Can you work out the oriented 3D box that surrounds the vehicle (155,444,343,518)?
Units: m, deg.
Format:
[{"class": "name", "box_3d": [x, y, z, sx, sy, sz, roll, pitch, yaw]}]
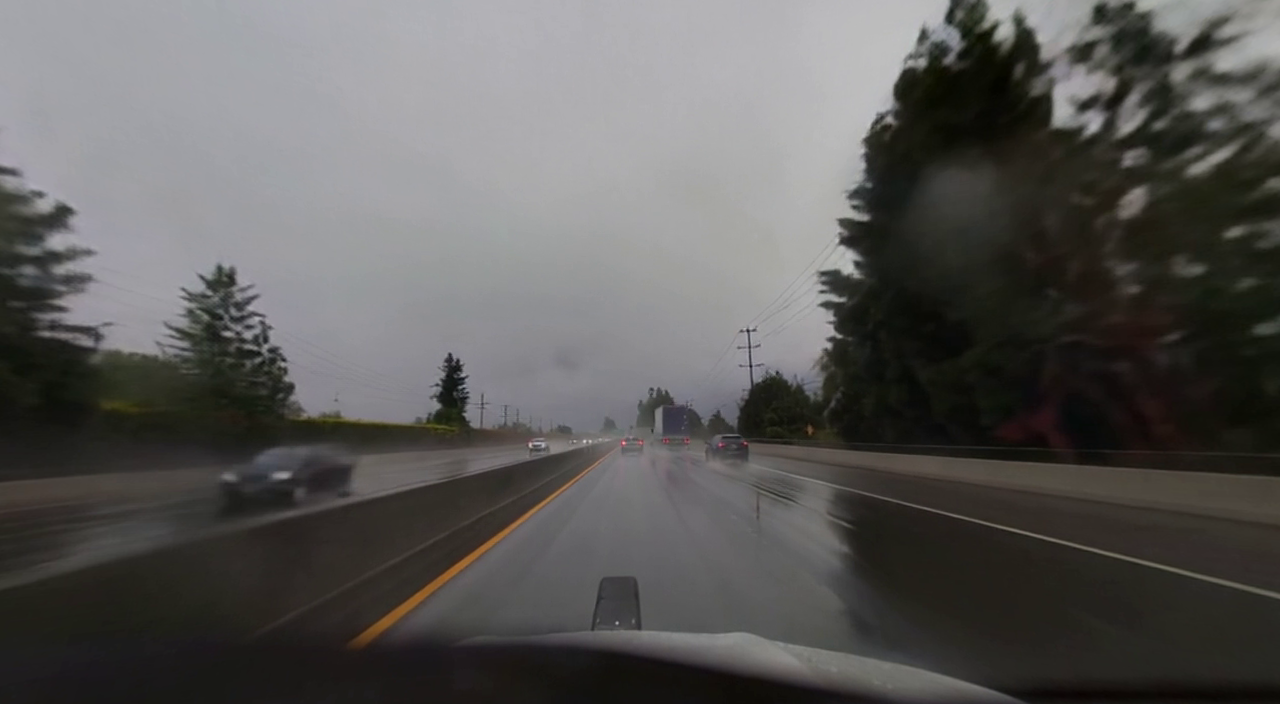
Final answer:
[{"class": "vehicle", "box_3d": [-9.151, 2.990, 15.302, 1.820, 1.451, 4.375, 0, -8, -1]}]

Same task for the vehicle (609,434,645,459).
[{"class": "vehicle", "box_3d": [-0.842, 6.004, 40.201, 2.163, 1.466, 3.693, 0, -8, -1]}]

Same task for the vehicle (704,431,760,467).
[{"class": "vehicle", "box_3d": [4.256, 4.557, 29.832, 1.930, 1.573, 3.853, 0, -8, -2]}]
